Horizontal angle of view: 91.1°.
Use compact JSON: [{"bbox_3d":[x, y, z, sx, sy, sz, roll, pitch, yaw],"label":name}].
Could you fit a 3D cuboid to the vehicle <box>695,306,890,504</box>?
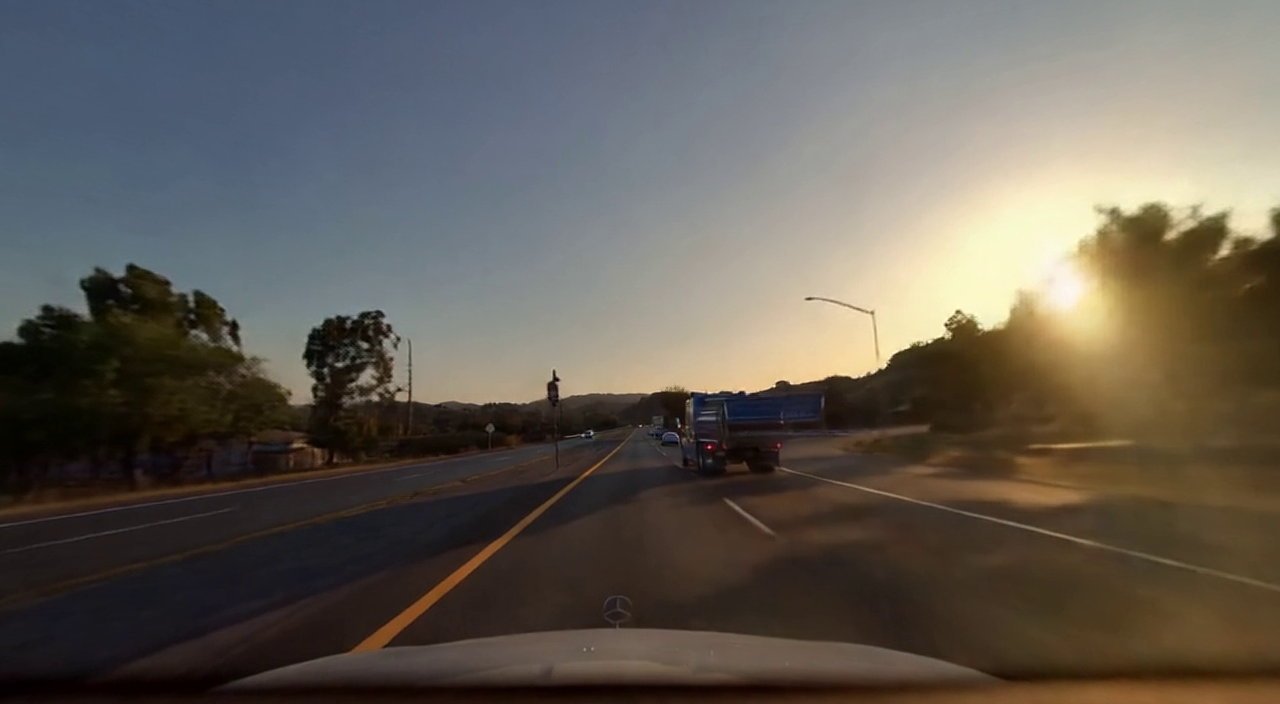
[{"bbox_3d":[3.333,1.560,16.570,2.949,3.877,8.528,0,-8,0],"label":"vehicle"}]
